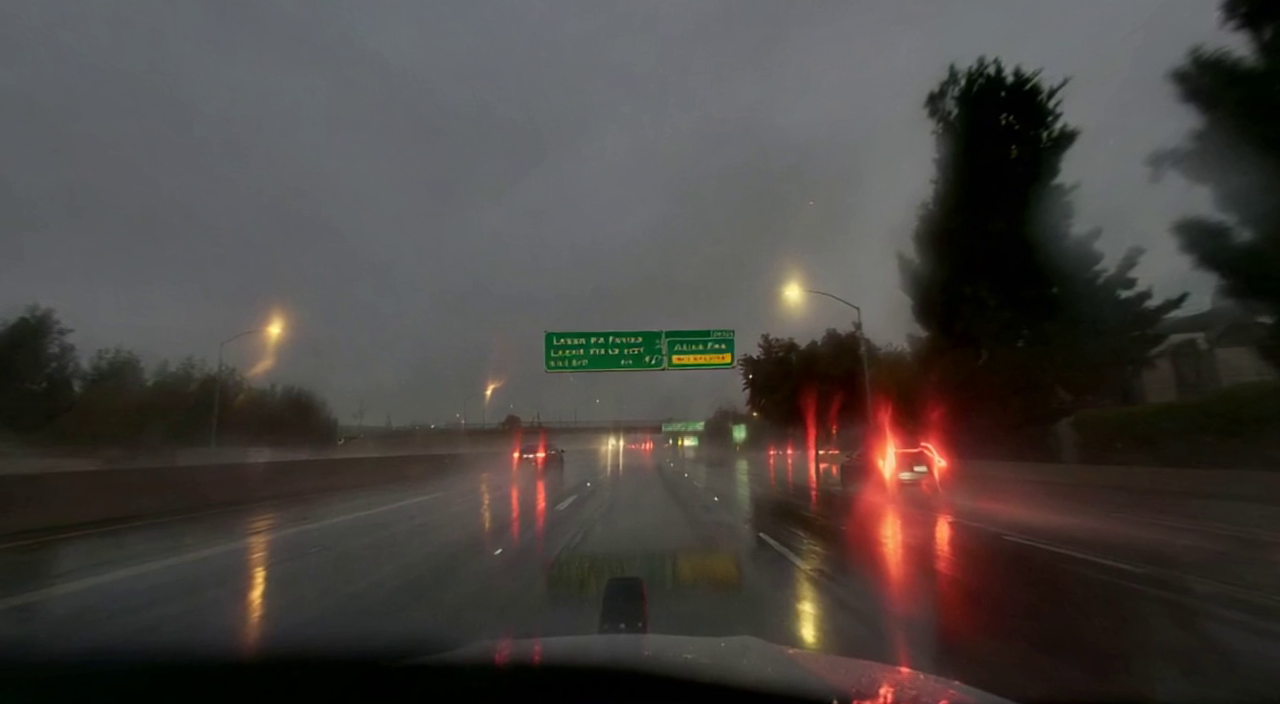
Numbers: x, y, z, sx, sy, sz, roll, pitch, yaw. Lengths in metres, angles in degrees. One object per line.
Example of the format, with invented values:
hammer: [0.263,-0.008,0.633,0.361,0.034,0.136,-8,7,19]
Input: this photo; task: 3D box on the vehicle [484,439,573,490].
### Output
vehicle: [-3.653,3.792,21.528,2.055,1.533,4.604,0,-8,2]

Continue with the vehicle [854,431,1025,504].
vehicle: [7.477,2.927,16.376,2.032,1.601,4.863,0,-8,0]
